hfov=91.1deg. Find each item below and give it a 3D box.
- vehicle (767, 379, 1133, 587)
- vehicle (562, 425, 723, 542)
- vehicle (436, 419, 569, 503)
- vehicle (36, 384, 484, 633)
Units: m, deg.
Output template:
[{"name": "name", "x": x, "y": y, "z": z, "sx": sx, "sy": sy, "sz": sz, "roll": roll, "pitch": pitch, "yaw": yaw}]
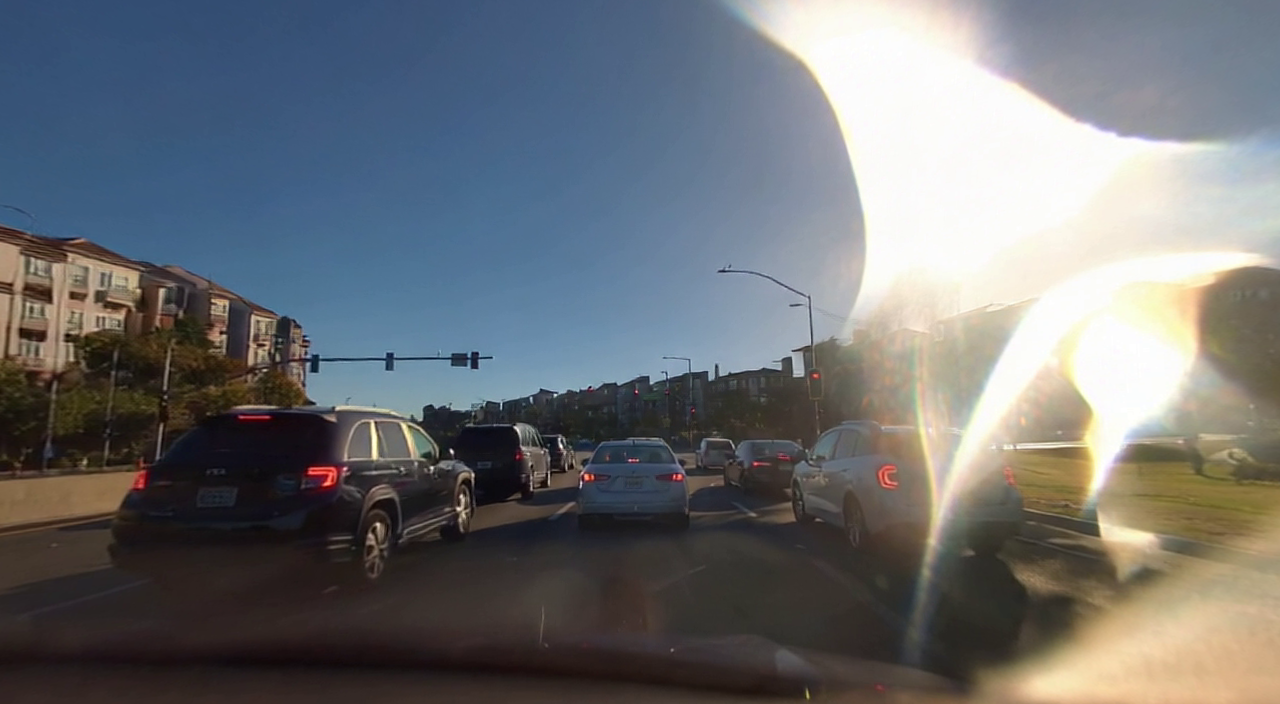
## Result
[{"name": "vehicle", "x": 3.237, "y": 1.505, "z": 7.998, "sx": 2.141, "sy": 1.833, "sz": 4.704, "roll": 0, "pitch": -8, "yaw": -2}, {"name": "vehicle", "x": 0.016, "y": 1.948, "z": 9.911, "sx": 2.021, "sy": 1.461, "sz": 3.862, "roll": 0, "pitch": -8, "yaw": 0}, {"name": "vehicle", "x": -3.192, "y": 2.649, "z": 15.718, "sx": 2.117, "sy": 1.772, "sz": 4.619, "roll": 0, "pitch": -8, "yaw": 2}, {"name": "vehicle", "x": -3.151, "y": 1.379, "z": 6.511, "sx": 1.912, "sy": 1.703, "sz": 4.261, "roll": 0, "pitch": -8, "yaw": 1}]
